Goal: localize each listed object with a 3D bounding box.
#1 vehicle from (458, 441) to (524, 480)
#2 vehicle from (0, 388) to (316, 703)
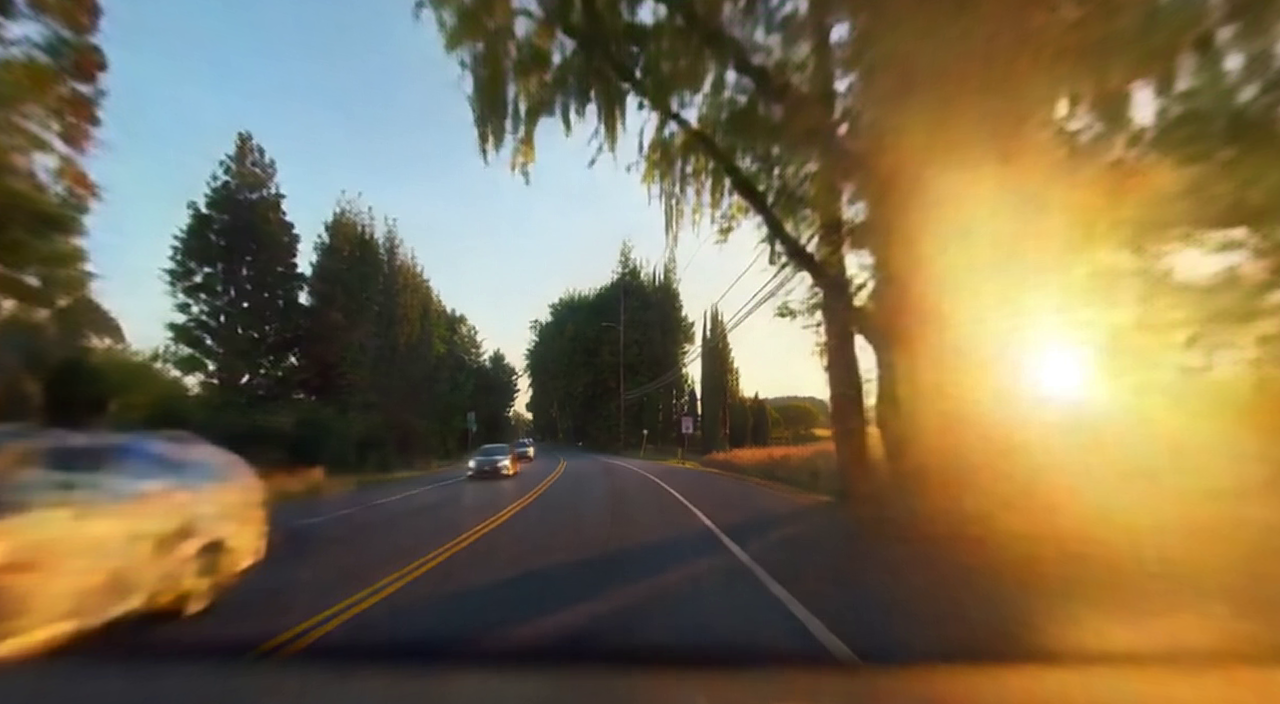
[{"bbox_3d":[-6.098,4.473,26.367,1.965,1.486,4.385,1,-9,-4],"label":"vehicle"},{"bbox_3d":[-4.405,1.141,4.085,2.165,1.648,4.605,0,-9,0],"label":"vehicle"}]
